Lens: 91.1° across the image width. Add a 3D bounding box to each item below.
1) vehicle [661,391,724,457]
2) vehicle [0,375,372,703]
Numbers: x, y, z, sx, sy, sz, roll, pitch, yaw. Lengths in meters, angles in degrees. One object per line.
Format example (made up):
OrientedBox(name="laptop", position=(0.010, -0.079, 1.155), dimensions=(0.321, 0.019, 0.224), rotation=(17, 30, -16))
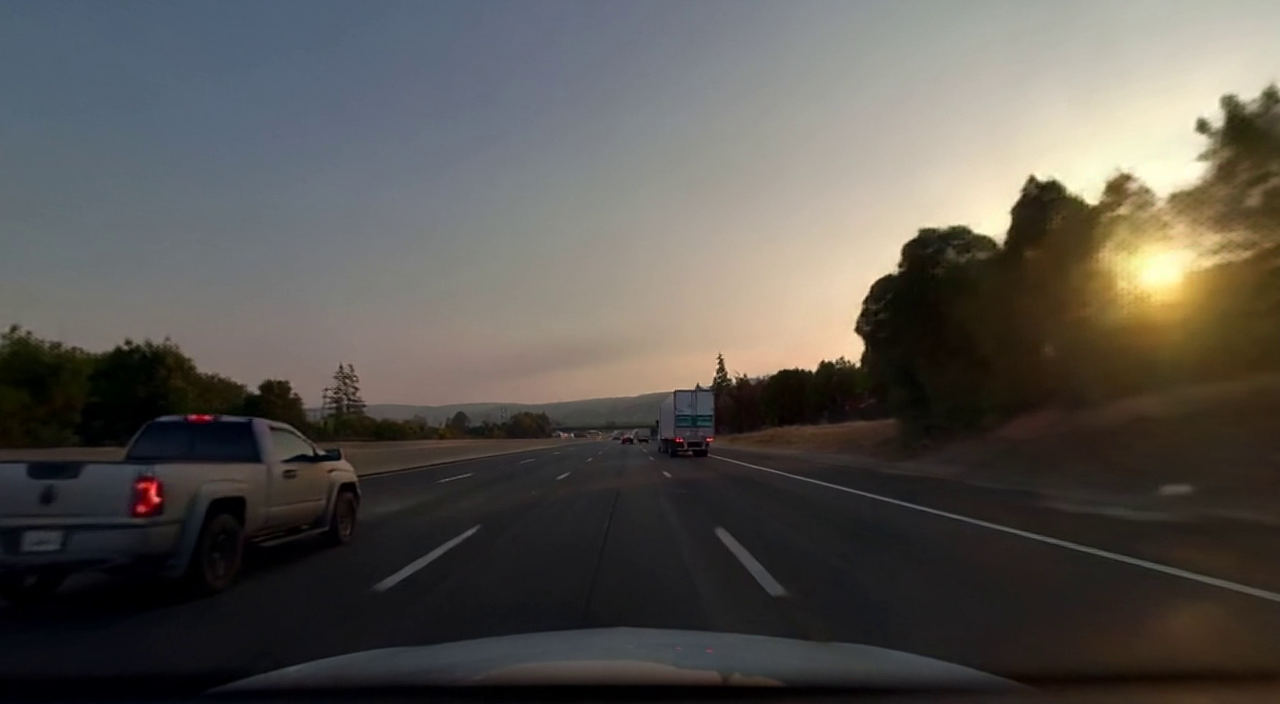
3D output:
OrientedBox(name="vehicle", position=(3.607, 5.777, 48.688), dimensions=(3.144, 4.168, 17.594), rotation=(0, -8, -1))
OrientedBox(name="vehicle", position=(-4.088, 1.187, 5.057), dimensions=(2.044, 1.604, 4.144), rotation=(0, -8, 0))
